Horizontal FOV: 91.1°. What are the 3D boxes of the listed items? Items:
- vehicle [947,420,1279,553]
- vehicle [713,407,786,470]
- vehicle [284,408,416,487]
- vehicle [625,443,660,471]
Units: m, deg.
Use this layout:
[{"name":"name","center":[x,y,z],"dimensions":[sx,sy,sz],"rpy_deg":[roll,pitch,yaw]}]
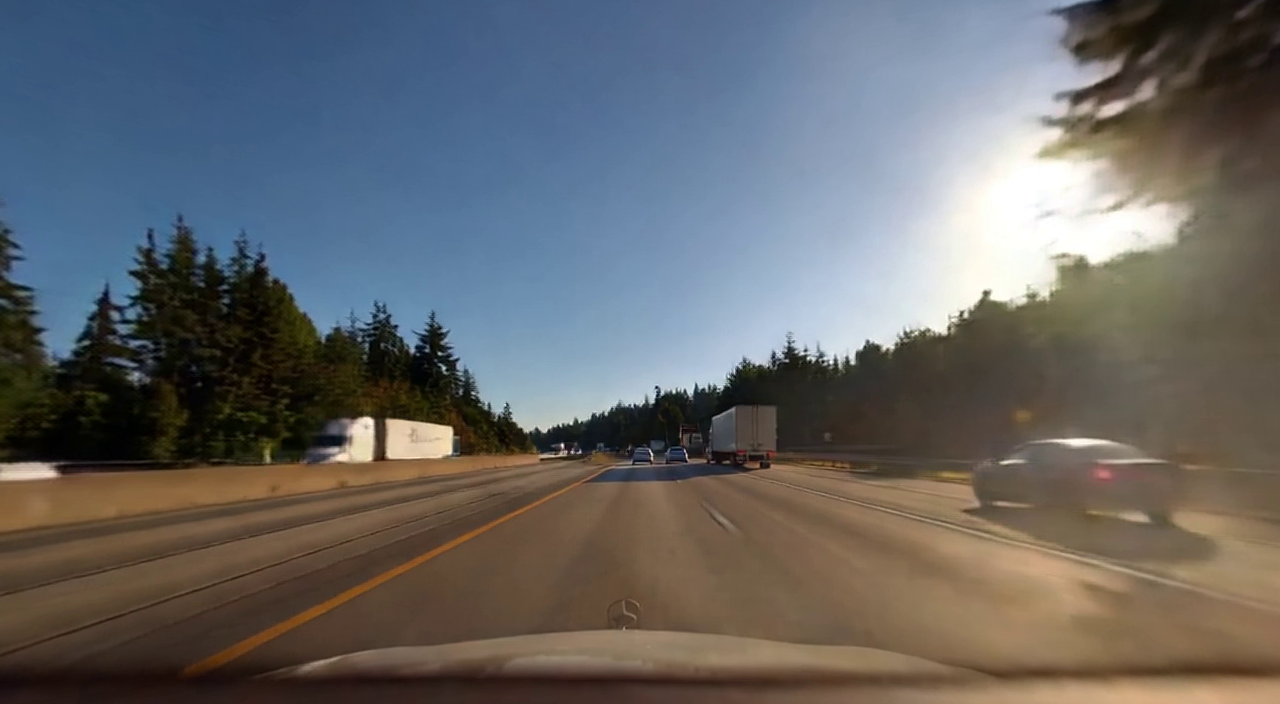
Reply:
[{"name":"vehicle","center":[7.247,2.050,10.267],"dimensions":[2.011,1.638,4.737],"rpy_deg":[0,-9,0]},{"name":"vehicle","center":[7.936,6.718,47.902],"dimensions":[3.044,4.073,14.016],"rpy_deg":[0,-9,0]},{"name":"vehicle","center":[-16.824,5.729,37.645],"dimensions":[2.898,4.029,10.158],"rpy_deg":[0,-9,1]},{"name":"vehicle","center":[0.151,6.659,39.983],"dimensions":[2.114,1.706,4.106],"rpy_deg":[0,-9,0]}]
